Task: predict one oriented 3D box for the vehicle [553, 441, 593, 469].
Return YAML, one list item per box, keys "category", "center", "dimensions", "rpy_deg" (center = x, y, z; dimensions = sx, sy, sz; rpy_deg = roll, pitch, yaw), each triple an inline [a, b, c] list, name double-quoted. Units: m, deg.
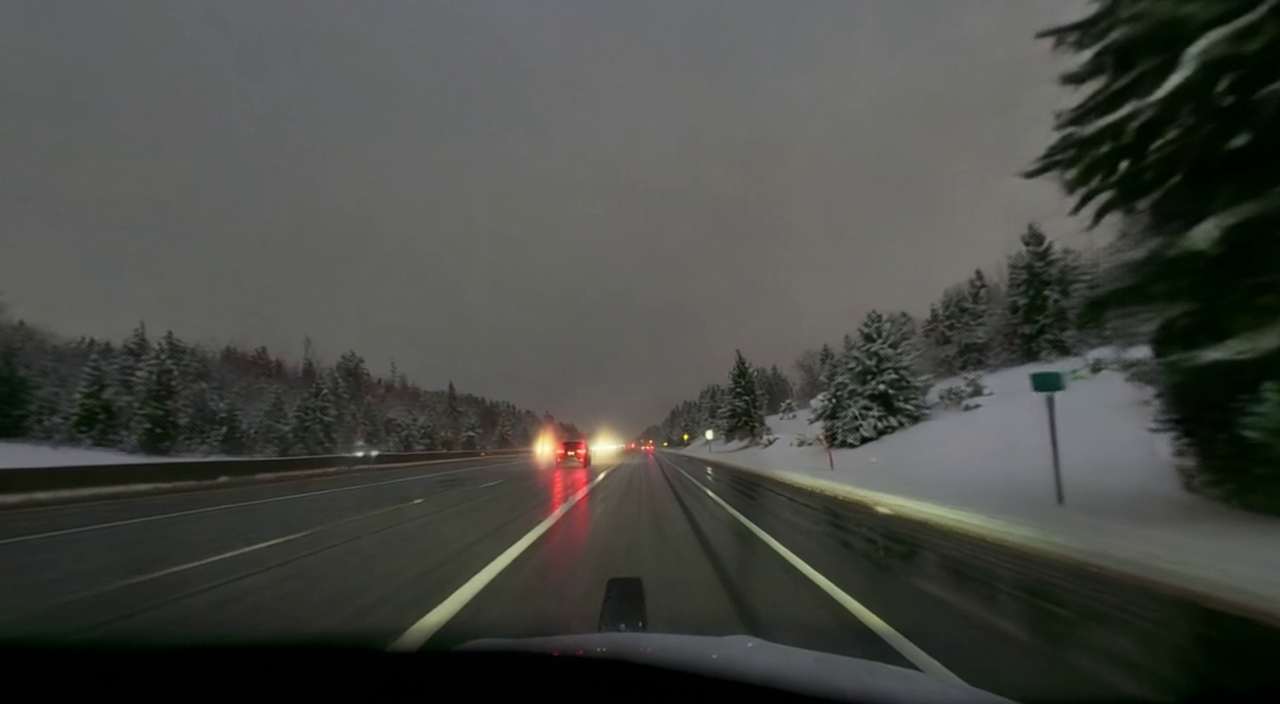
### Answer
- category: "vehicle"
  center: [-3.718, 5.787, 35.674]
  dimensions: [1.786, 1.488, 4.023]
  rpy_deg: [0, -8, 1]
